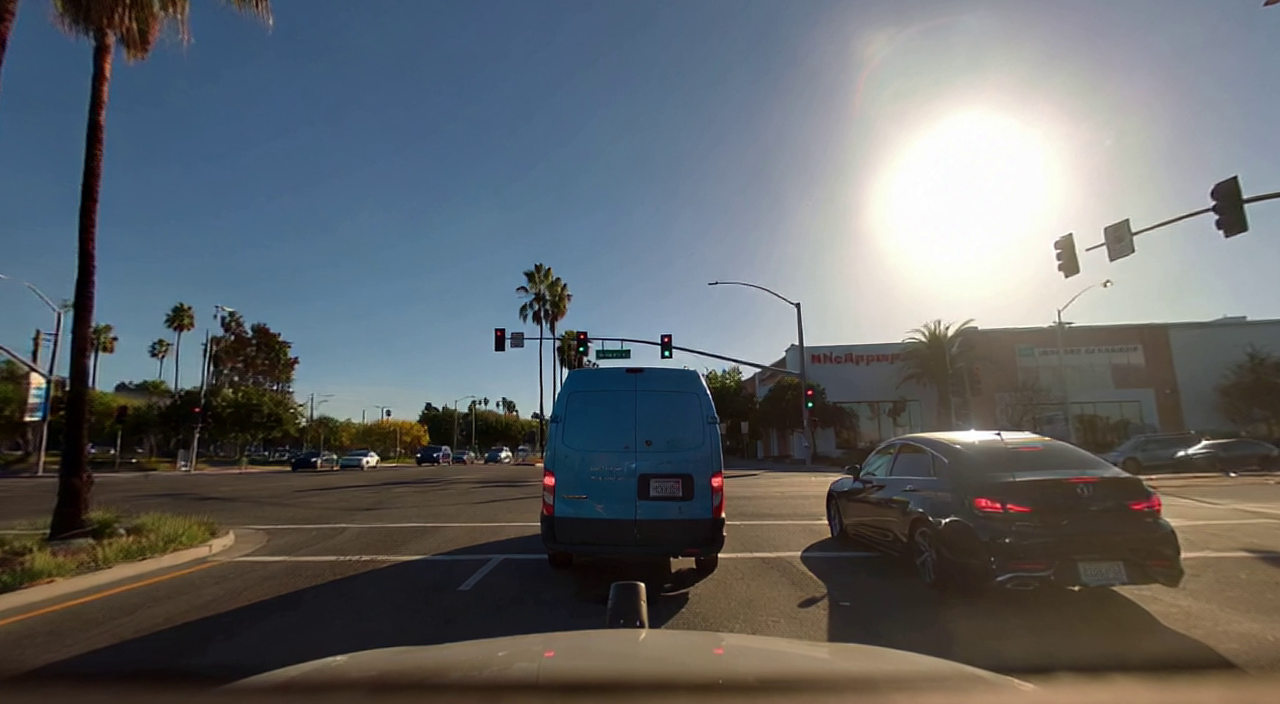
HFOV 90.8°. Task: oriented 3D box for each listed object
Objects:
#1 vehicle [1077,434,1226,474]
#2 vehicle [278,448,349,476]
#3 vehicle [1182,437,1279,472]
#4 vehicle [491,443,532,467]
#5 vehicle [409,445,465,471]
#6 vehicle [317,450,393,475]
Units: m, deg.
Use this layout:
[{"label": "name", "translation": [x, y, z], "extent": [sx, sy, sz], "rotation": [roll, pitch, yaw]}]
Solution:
[{"label": "vehicle", "translation": [22.239, 4.449, 27.642], "extent": [4.533, 1.676, 2.236], "rotation": [0, -9, -1]}, {"label": "vehicle", "translation": [-21.027, 7.087, 40.939], "extent": [2.107, 1.642, 4.561], "rotation": [0, -9, 0]}, {"label": "vehicle", "translation": [27.408, 4.602, 28.484], "extent": [4.625, 1.451, 1.801], "rotation": [1, -9, -9]}, {"label": "vehicle", "translation": [-9.675, 7.736, 47.728], "extent": [2.074, 1.681, 4.417], "rotation": [0, -9, 1]}, {"label": "vehicle", "translation": [-13.676, 7.139, 42.856], "extent": [2.074, 1.671, 4.755], "rotation": [0, -9, 1]}, {"label": "vehicle", "translation": [-17.377, 6.755, 38.898], "extent": [2.221, 1.449, 5.092], "rotation": [0, -9, 1]}]
